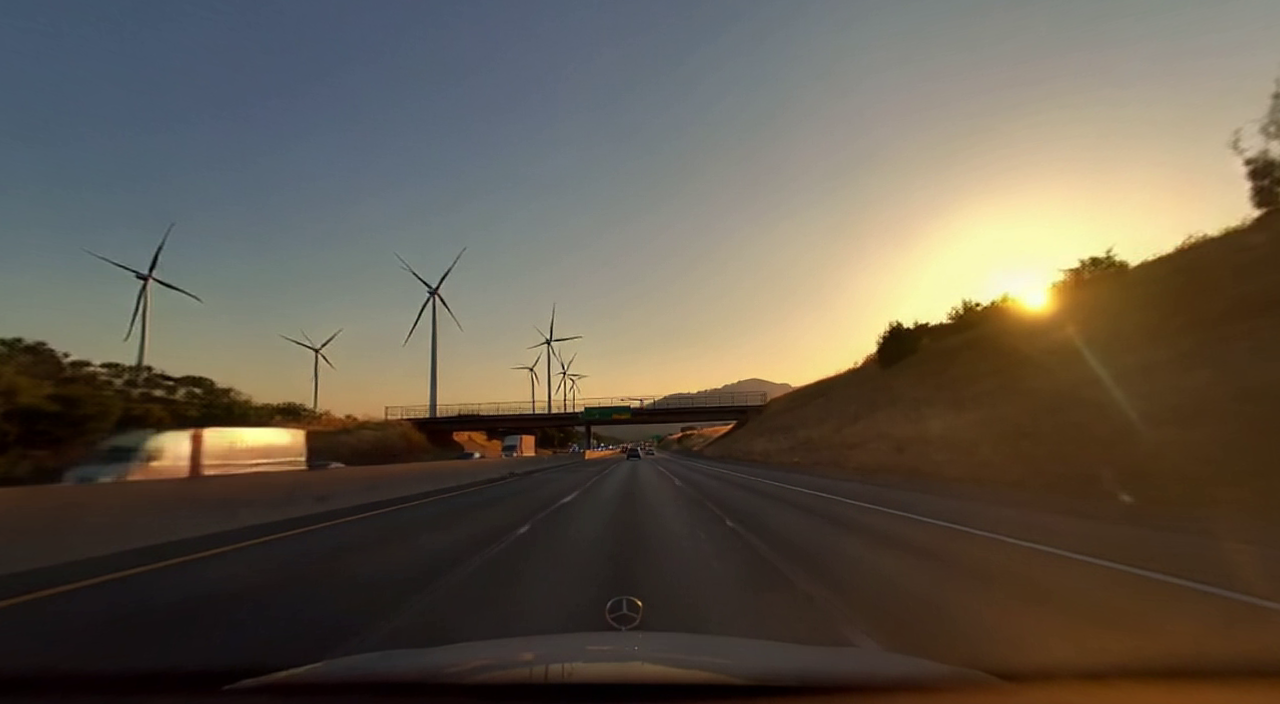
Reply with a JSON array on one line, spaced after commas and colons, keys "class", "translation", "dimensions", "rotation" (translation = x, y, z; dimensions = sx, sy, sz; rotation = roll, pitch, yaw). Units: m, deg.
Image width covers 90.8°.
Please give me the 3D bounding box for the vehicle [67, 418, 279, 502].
[{"class": "vehicle", "translation": [-19.843, 4.675, 27.796], "dimensions": [2.877, 3.107, 8.416], "rotation": [0, -9, 0]}]
